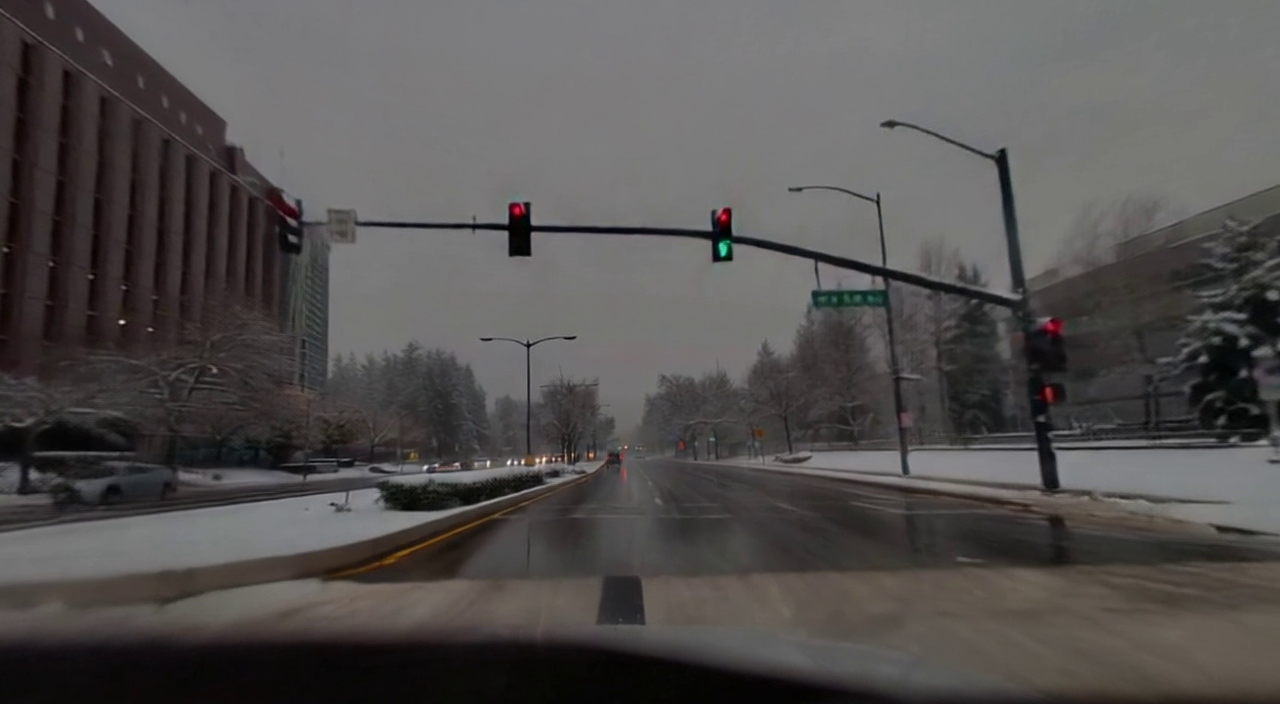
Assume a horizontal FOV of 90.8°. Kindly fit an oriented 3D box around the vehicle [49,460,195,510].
[{"bbox_3d":[-19.362,4.937,23.934,1.851,1.502,4.398,-3,-8,0],"label":"vehicle"}]
